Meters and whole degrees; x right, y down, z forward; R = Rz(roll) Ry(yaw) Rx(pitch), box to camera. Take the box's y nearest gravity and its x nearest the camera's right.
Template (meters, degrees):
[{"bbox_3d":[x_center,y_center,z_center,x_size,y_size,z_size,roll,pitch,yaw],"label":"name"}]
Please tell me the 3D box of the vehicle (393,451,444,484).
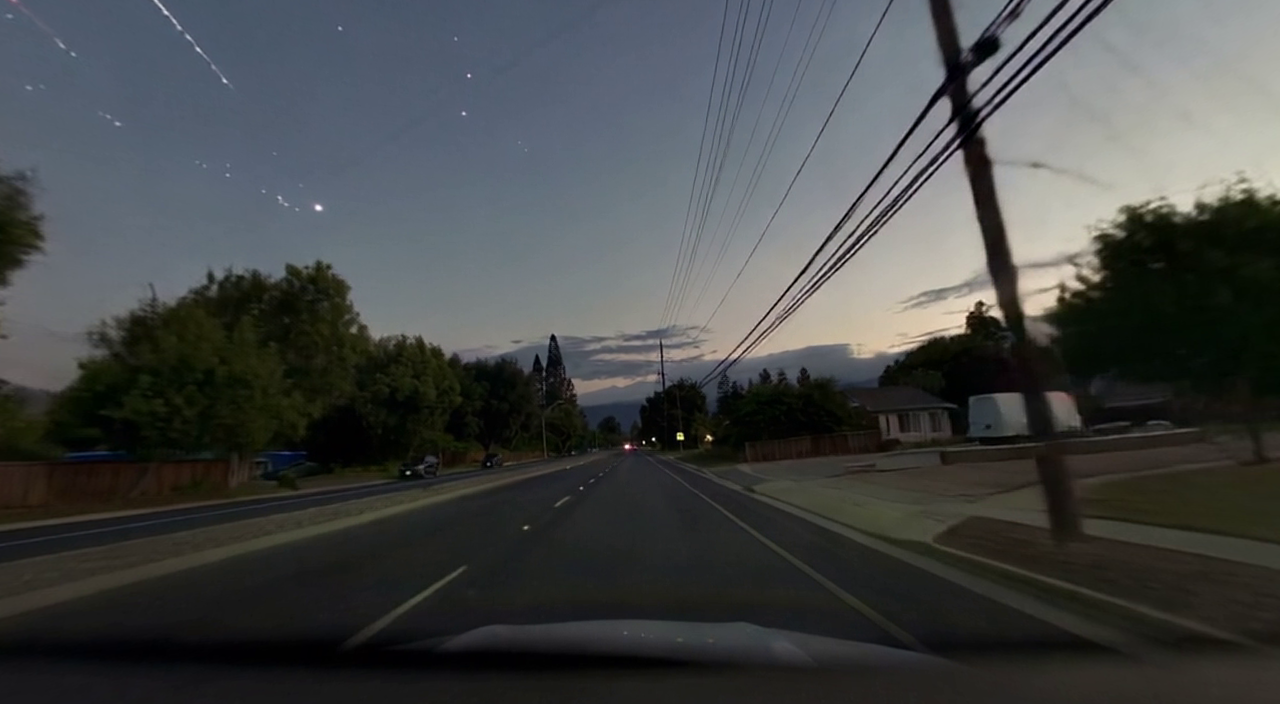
[{"bbox_3d":[-16.052,8.359,46.029,2.071,1.883,4.915,-7,-8,-3],"label":"vehicle"}]
